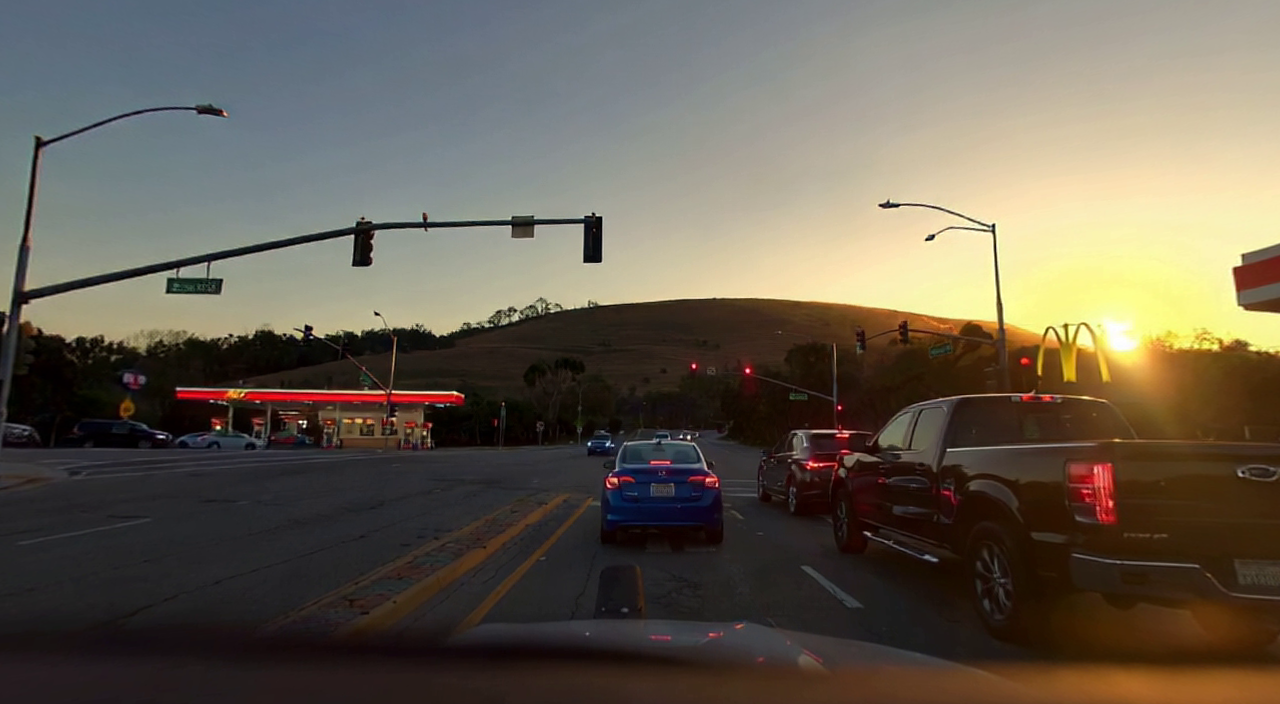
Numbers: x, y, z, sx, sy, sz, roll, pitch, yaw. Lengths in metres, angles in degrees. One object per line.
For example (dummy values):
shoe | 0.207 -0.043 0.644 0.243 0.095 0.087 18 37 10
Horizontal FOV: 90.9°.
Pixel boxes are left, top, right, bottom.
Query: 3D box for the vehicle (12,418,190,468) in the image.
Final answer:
vehicle | -19.713 3.358 23.222 4.742 1.720 2.107 -1 -8 5

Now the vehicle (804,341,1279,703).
vehicle | 3.542 1.319 6.104 2.277 1.871 6.143 0 -8 0

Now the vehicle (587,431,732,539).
vehicle | 0.260 2.157 10.834 2.027 1.494 3.824 0 -8 0

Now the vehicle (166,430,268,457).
vehicle | -23.098 5.032 34.503 4.326 1.420 1.798 -1 -8 4
